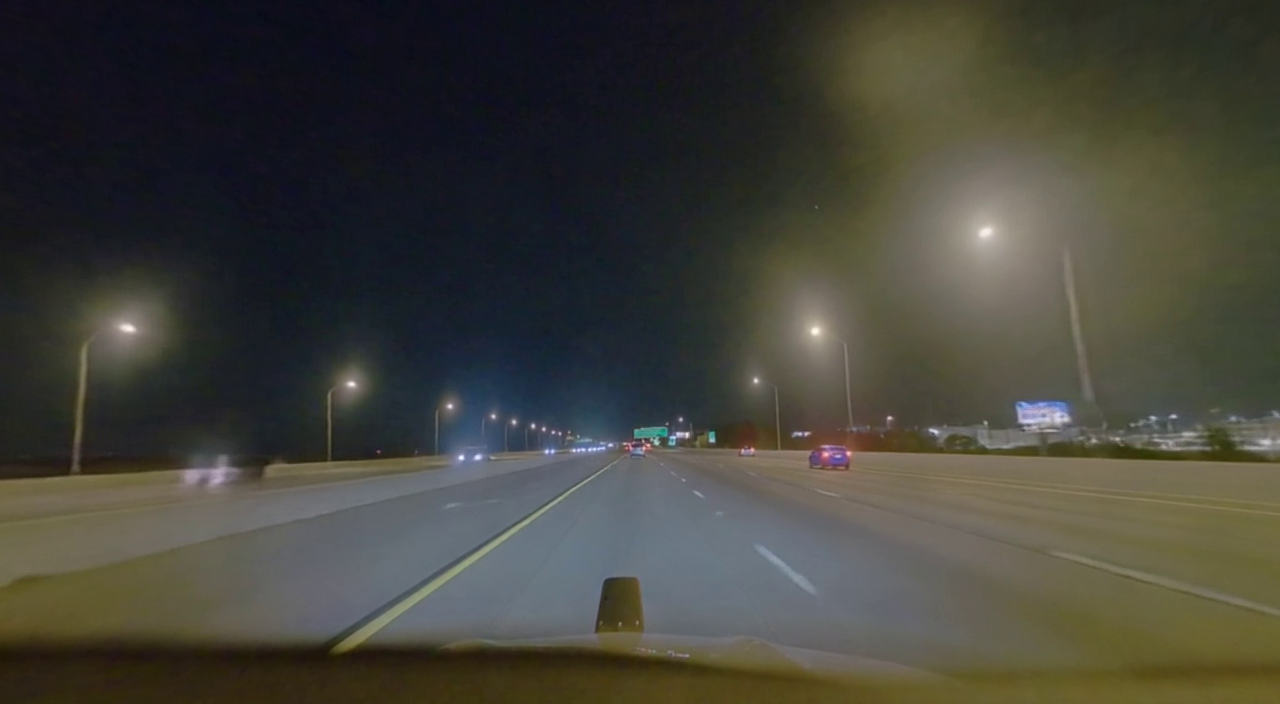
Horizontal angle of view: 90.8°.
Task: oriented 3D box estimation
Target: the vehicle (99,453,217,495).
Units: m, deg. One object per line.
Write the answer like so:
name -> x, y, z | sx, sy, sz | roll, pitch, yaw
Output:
vehicle -> -21.163, 5.332, 27.953 | 2.183, 1.644, 3.774 | 0, -8, 0

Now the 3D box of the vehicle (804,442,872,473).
vehicle -> 10.636, 5.691, 34.345 | 2.024, 1.481, 4.747 | 1, -8, -1
